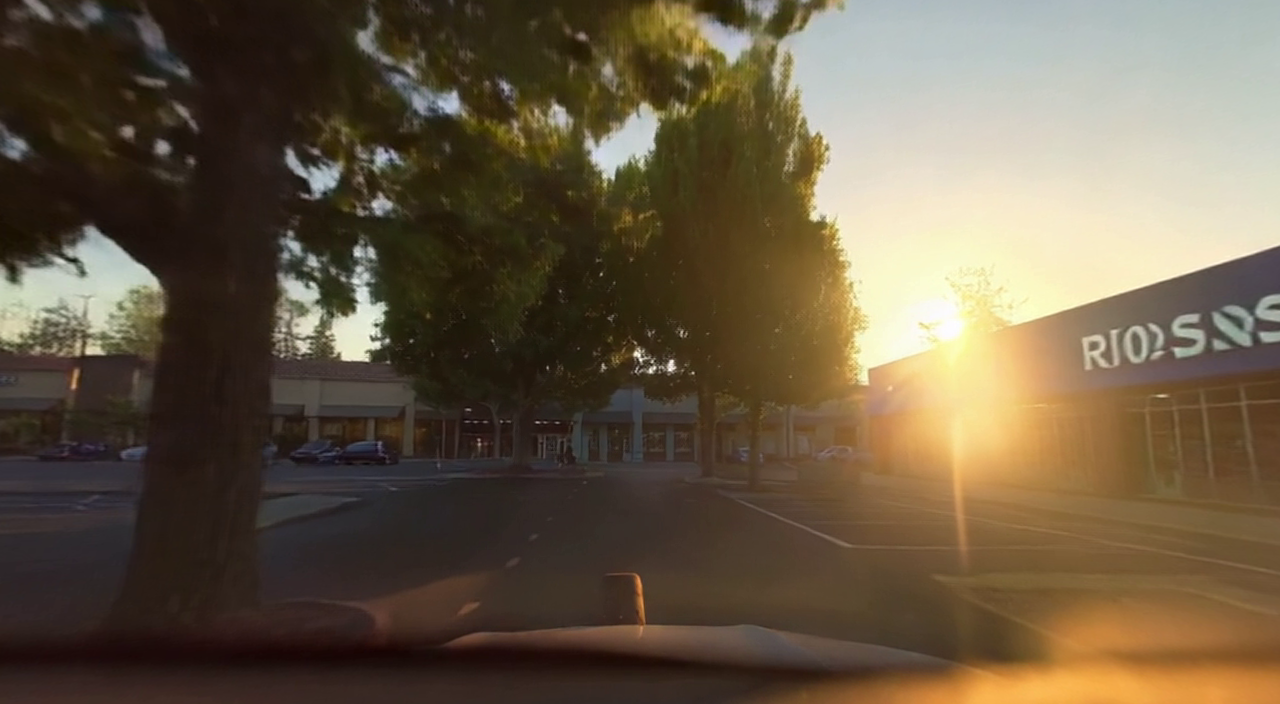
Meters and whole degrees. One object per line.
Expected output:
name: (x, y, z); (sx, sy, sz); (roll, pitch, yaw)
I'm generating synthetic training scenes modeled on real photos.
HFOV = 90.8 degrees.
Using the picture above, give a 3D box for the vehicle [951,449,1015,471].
vehicle: (26.342, 8.296, 48.694); (1.845, 1.463, 4.399); (1, -8, -12)
